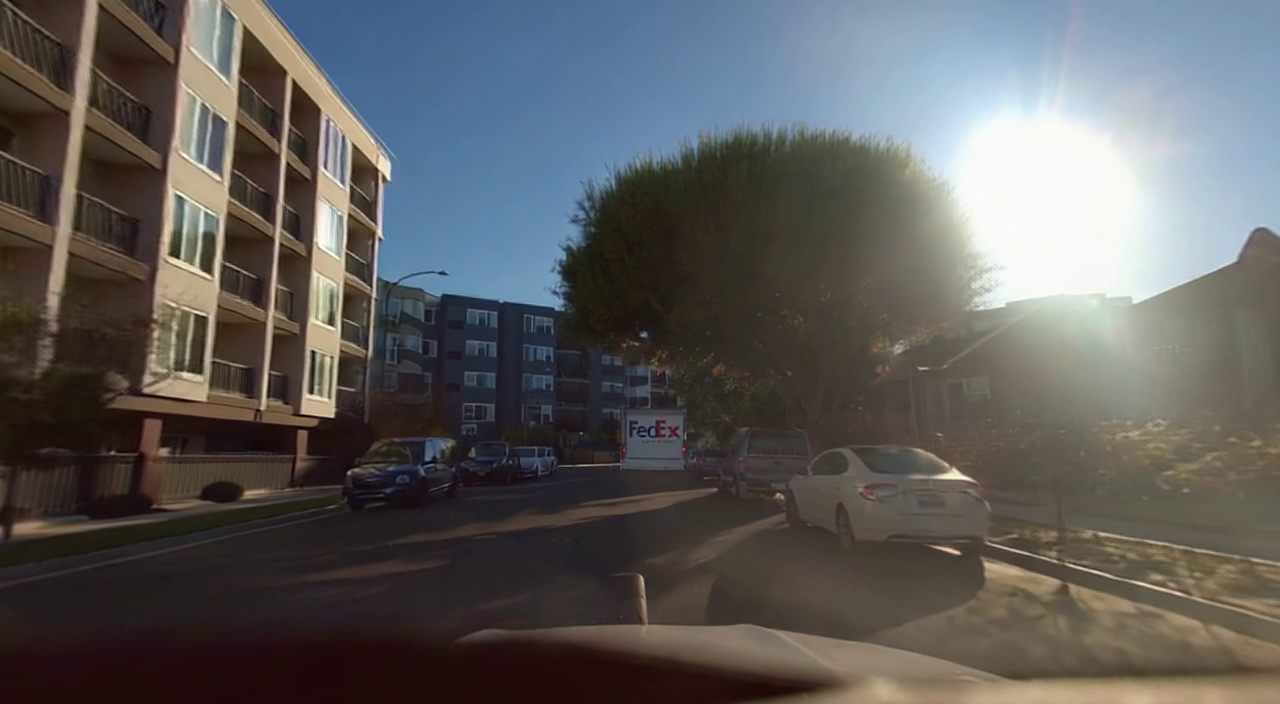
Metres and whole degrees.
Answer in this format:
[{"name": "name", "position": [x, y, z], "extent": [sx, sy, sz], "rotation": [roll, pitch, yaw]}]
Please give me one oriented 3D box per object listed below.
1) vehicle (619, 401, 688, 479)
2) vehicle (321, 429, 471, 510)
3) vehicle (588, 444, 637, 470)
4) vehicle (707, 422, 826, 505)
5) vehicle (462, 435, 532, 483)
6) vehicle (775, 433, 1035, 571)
[{"name": "vehicle", "position": [0.453, 4.341, 30.909], "extent": [2.930, 3.275, 8.180], "rotation": [0, -8, -2]}, {"name": "vehicle", "position": [-5.974, 2.921, 16.166], "extent": [2.089, 1.757, 4.256], "rotation": [0, -8, 0]}, {"name": "vehicle", "position": [-1.607, 6.378, 38.717], "extent": [1.981, 1.500, 3.992], "rotation": [-2, -9, 13]}, {"name": "vehicle", "position": [3.370, 3.137, 18.237], "extent": [2.221, 1.991, 5.564], "rotation": [0, -8, -1]}, {"name": "vehicle", "position": [-6.069, 4.597, 27.364], "extent": [2.020, 1.867, 4.654], "rotation": [0, -8, -1]}, {"name": "vehicle", "position": [3.399, 1.986, 9.217], "extent": [1.877, 1.500, 4.407], "rotation": [0, -8, 0]}]
